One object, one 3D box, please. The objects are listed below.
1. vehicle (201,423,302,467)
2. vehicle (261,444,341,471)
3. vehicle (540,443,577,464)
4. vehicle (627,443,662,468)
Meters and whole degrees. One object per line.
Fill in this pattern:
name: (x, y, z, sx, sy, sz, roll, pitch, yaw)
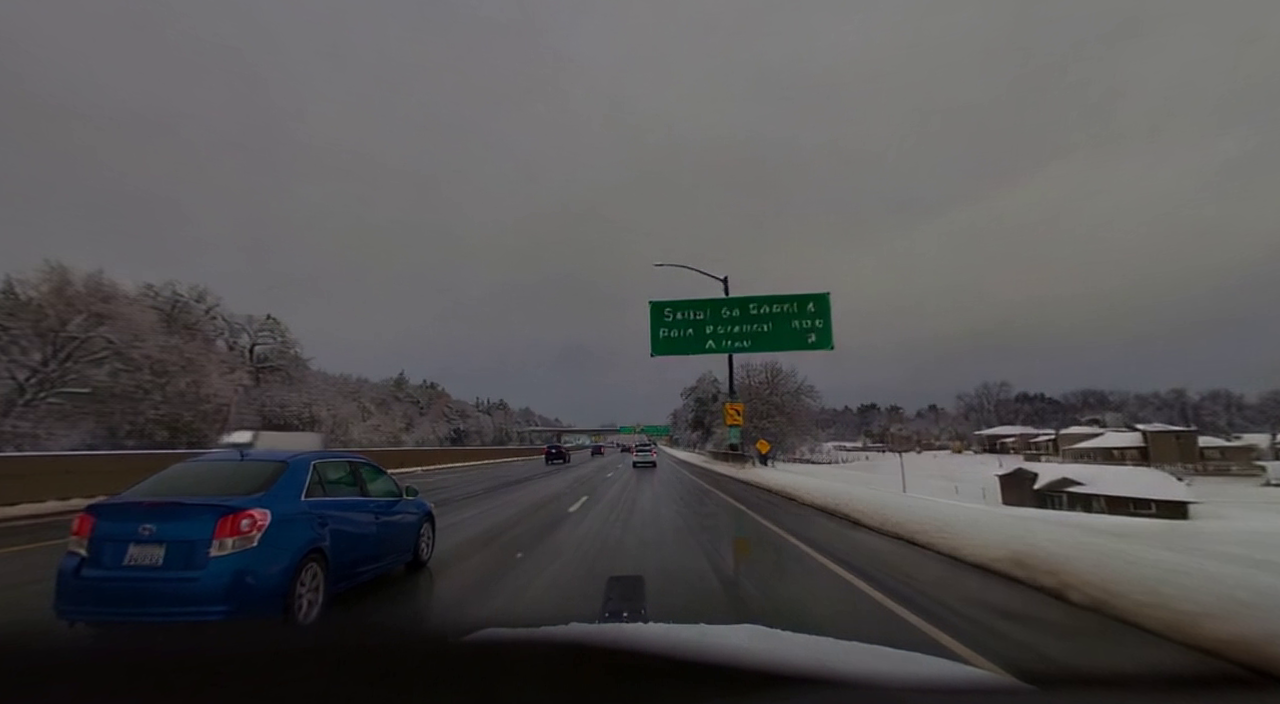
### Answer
vehicle: (-23.118, 5.579, 37.905, 2.281, 2.427, 5.640, 0, -8, 2)
vehicle: (-19.847, 6.185, 37.183, 1.997, 1.489, 4.592, 0, -8, 2)
vehicle: (-6.009, 7.545, 47.145, 2.075, 1.528, 4.327, 0, -8, 2)
vehicle: (0.259, 6.395, 39.037, 2.051, 1.443, 3.770, 0, -8, 1)
